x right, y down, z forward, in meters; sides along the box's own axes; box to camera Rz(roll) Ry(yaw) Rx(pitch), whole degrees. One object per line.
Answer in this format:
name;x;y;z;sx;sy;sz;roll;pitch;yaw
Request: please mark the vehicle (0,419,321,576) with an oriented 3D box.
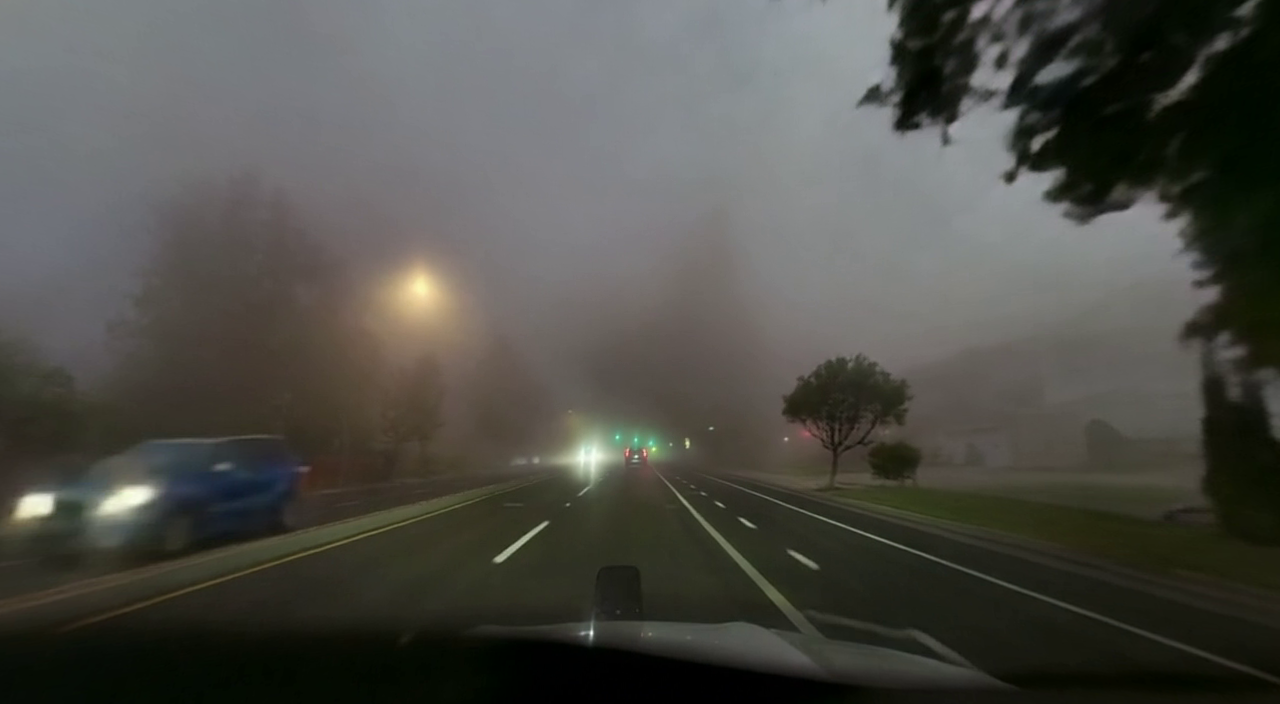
vehicle;-7.023;2.026;9.524;2.082;1.789;4.387;0;-9;-1
